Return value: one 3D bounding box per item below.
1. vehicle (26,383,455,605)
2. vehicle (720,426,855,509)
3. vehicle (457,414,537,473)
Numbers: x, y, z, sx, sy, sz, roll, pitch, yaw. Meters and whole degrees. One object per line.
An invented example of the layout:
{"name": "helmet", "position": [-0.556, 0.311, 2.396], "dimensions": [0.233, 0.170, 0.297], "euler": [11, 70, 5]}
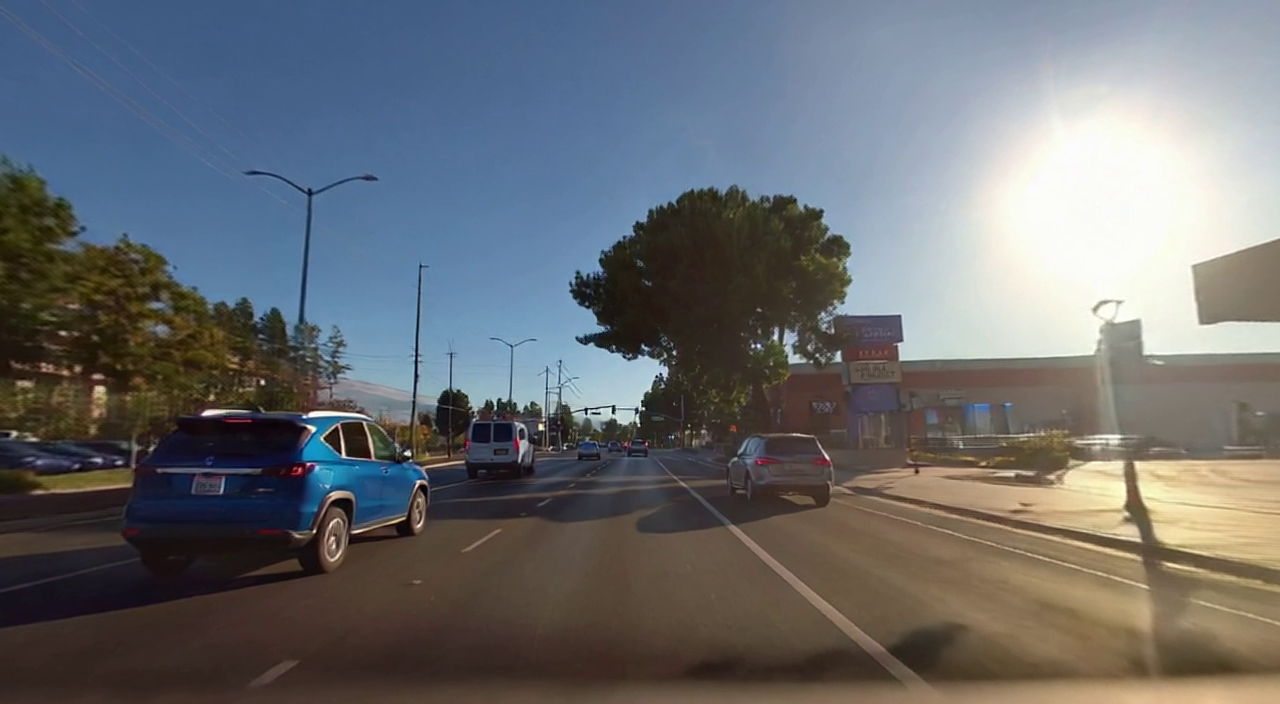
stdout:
{"name": "vehicle", "position": [-3.824, 1.453, 7.235], "dimensions": [2.038, 1.748, 4.303], "euler": [0, -9, 0]}
{"name": "vehicle", "position": [3.542, 2.899, 16.232], "dimensions": [2.167, 1.792, 4.835], "euler": [1, -9, -2]}
{"name": "vehicle", "position": [-6.812, 4.516, 30.946], "dimensions": [2.863, 2.592, 6.410], "euler": [1, -9, -4]}
